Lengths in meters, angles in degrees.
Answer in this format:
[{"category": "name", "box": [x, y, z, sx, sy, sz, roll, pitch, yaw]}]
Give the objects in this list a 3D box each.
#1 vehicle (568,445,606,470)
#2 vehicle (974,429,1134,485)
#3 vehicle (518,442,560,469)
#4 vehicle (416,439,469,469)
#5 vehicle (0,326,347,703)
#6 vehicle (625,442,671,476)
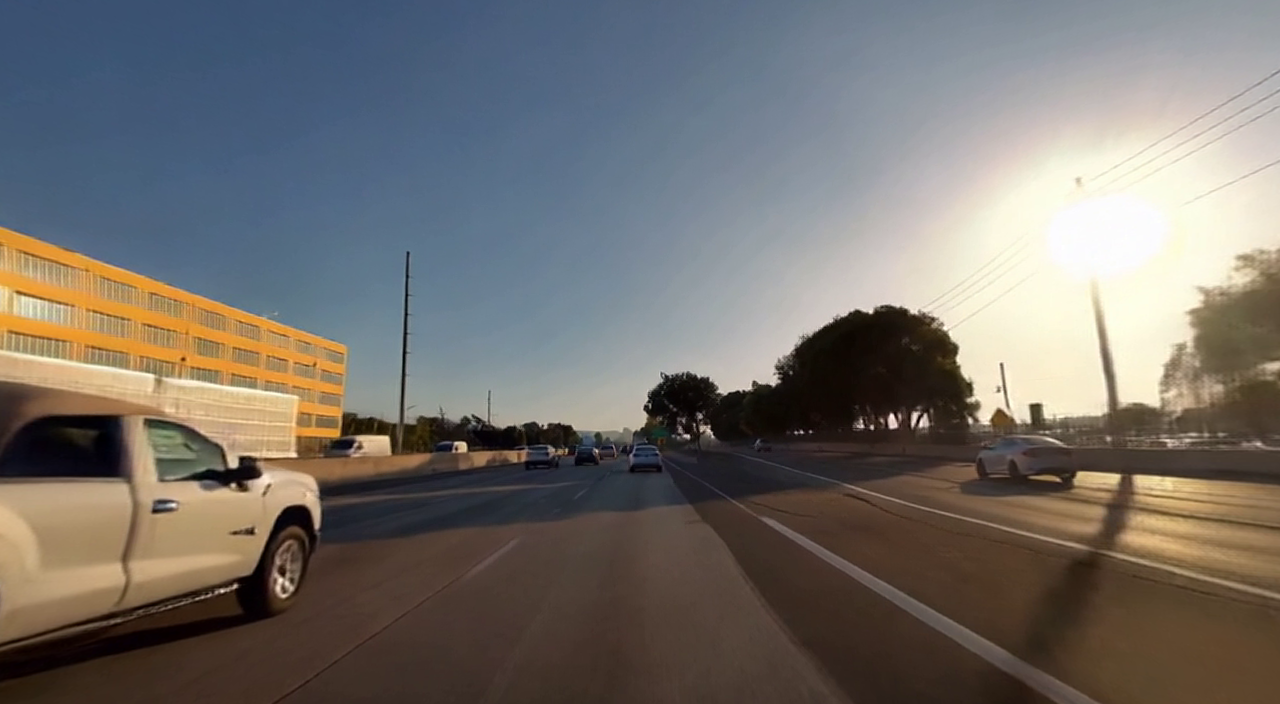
[{"category": "vehicle", "box": [-3.451, 6.893, 41.647, 2.059, 1.508, 4.662, -1, -8, 0]}, {"category": "vehicle", "box": [12.320, 3.154, 19.222, 1.966, 1.484, 4.610, -1, -8, 3]}, {"category": "vehicle", "box": [-7.131, 7.307, 44.842, 2.106, 1.827, 4.814, -1, -8, 1]}, {"category": "vehicle", "box": [-13.255, 6.878, 42.722, 2.013, 1.851, 4.772, -1, -8, 1]}, {"category": "vehicle", "box": [-3.885, 0.919, 3.262, 2.250, 1.872, 5.038, -1, -8, 1]}, {"category": "vehicle", "box": [0.362, 5.237, 31.065, 2.107, 1.538, 3.999, 0, -8, 0]}]
